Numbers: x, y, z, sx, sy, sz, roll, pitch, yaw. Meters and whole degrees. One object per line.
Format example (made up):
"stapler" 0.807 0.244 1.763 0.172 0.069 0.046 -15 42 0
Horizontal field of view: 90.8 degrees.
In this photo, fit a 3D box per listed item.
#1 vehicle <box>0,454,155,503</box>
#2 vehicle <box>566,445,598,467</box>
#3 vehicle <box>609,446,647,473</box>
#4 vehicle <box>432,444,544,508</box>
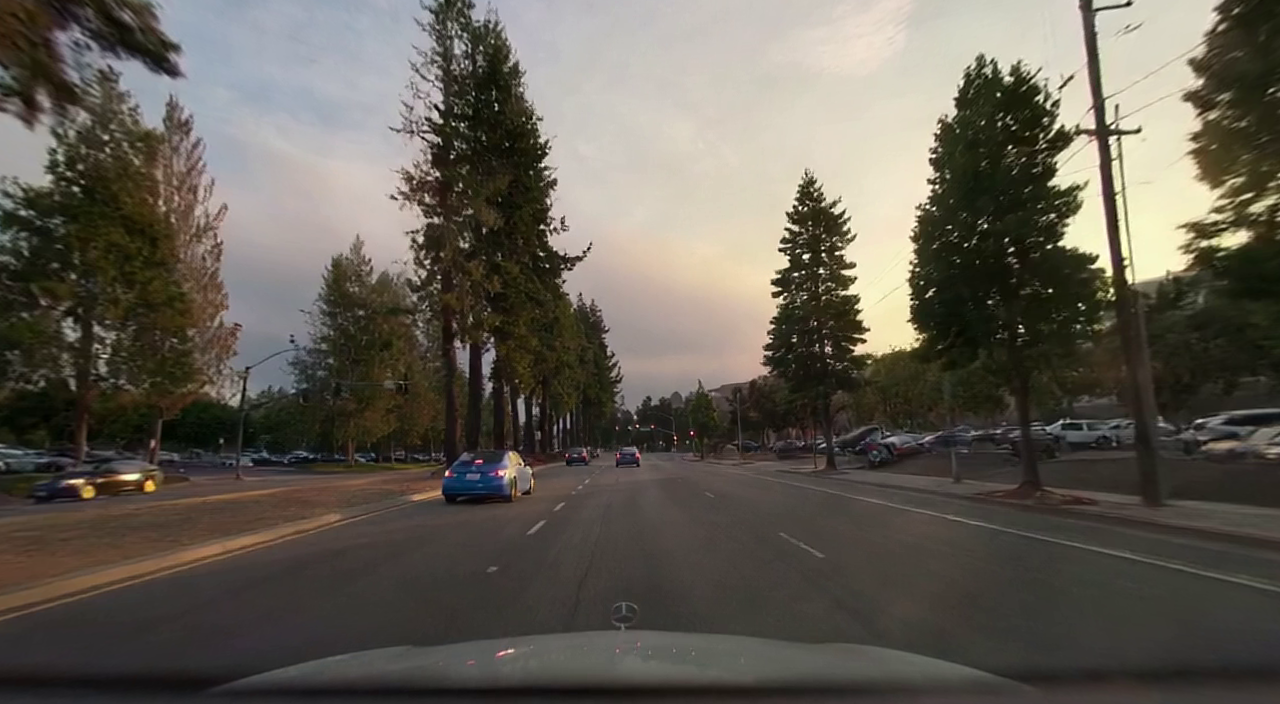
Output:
"vehicle" -23.912 5.267 26.879 2.116 1.786 5.673 0 -9 -1
"vehicle" -4.353 7.858 48.049 2.103 1.592 4.160 0 -9 -1
"vehicle" -0.702 6.097 36.117 1.991 1.431 4.199 0 -9 -2
"vehicle" -3.768 3.142 16.508 1.905 1.418 4.396 0 -9 -1
